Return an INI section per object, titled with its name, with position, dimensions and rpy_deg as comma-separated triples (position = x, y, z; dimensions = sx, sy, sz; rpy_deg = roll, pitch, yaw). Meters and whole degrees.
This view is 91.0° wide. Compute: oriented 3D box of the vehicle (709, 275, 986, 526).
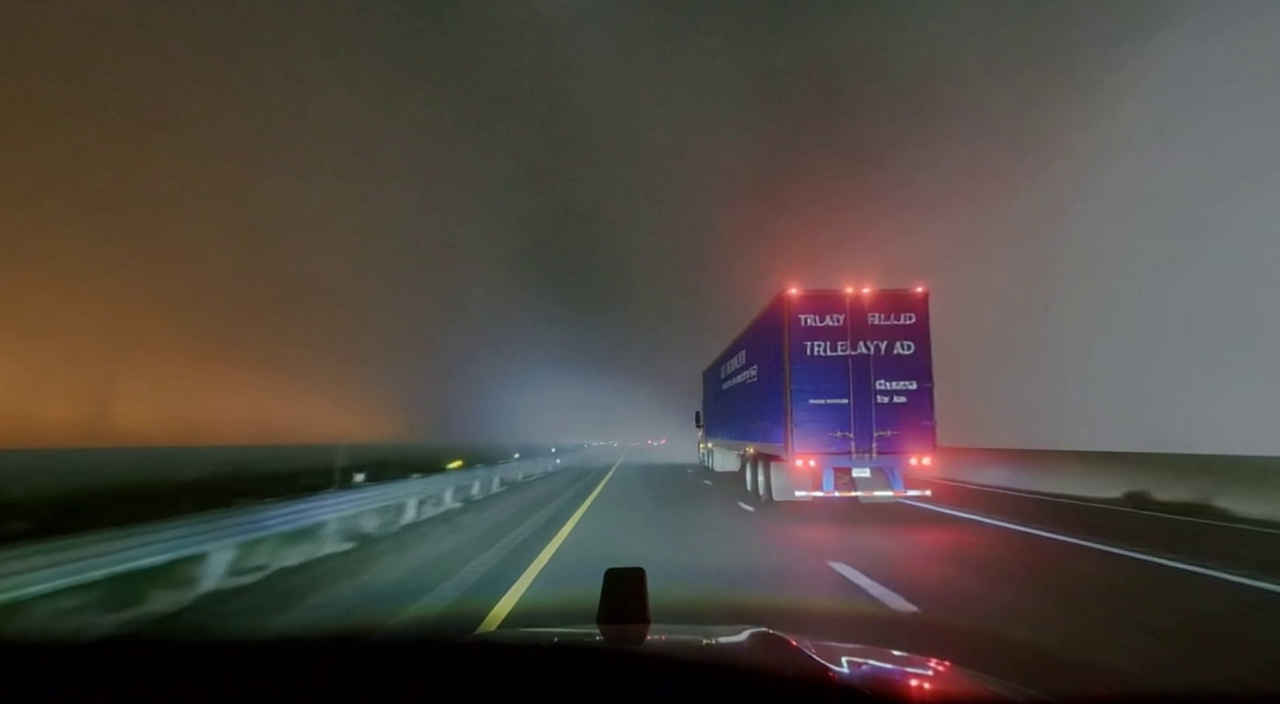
[vehicle]
position = 4.080, 1.736, 17.263
dimensions = 3.006, 4.093, 14.142
rpy_deg = 0, -8, 1
